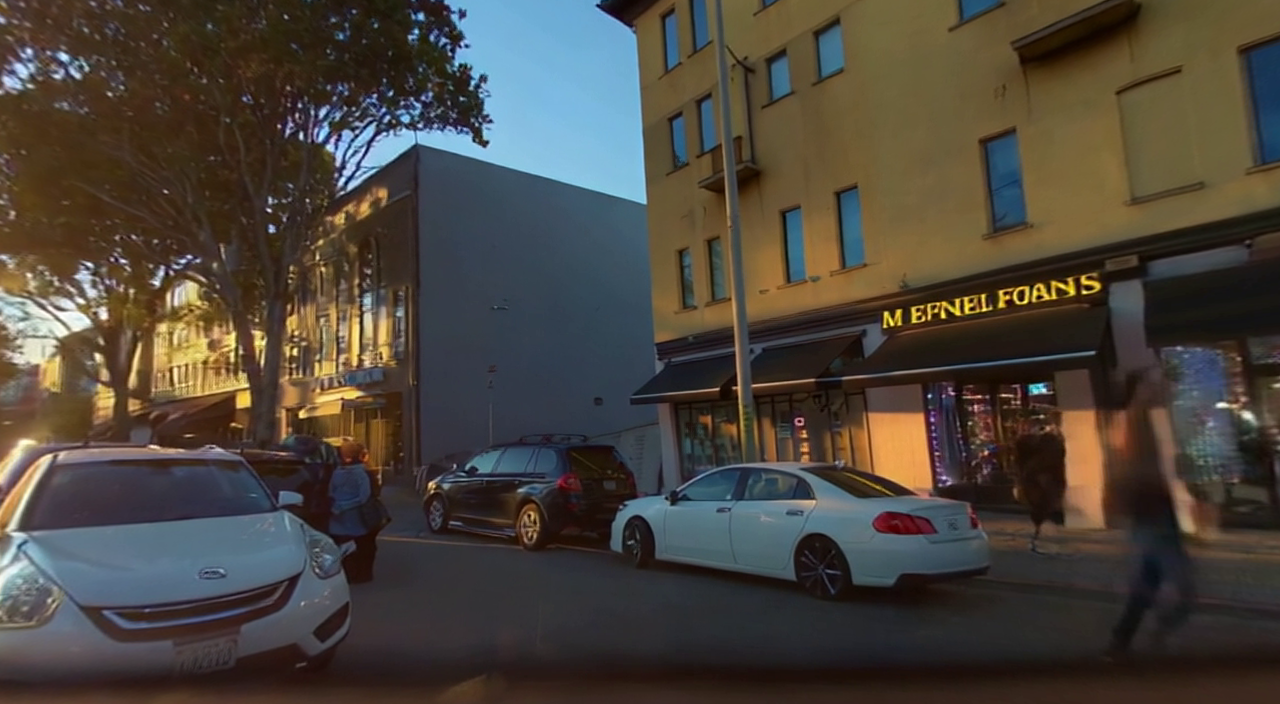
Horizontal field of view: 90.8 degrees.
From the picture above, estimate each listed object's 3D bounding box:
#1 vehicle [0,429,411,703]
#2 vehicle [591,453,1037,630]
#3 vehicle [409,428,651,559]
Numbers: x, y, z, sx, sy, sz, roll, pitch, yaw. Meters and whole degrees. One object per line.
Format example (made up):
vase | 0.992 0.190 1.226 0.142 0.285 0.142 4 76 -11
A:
vehicle | -3.488 1.306 4.235 4.330 1.458 1.932 -8 -12 44
vehicle | 1.750 1.955 7.633 4.830 1.421 1.826 -8 -11 41
vehicle | -2.133 2.377 11.379 4.580 1.853 1.862 -8 -12 42
